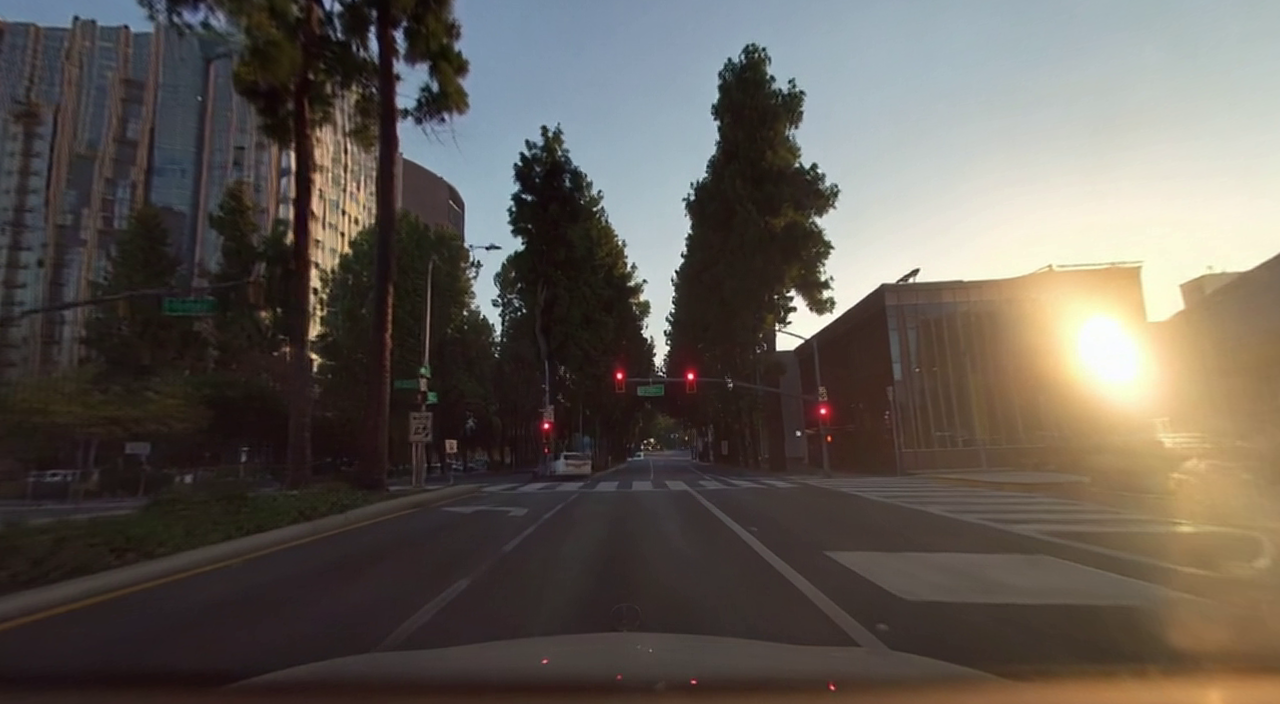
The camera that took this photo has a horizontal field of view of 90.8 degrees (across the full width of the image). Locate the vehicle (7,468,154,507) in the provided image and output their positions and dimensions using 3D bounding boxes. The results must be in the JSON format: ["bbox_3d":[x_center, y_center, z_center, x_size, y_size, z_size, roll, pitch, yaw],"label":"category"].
[{"bbox_3d":[-24.871,6.004,28.195,4.758,1.549,2.194,-1,-8,7],"label":"vehicle"}]

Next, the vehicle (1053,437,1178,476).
[{"bbox_3d":[21.291,4.710,28.440,3.967,1.636,1.932,-1,-9,1],"label":"vehicle"}]
